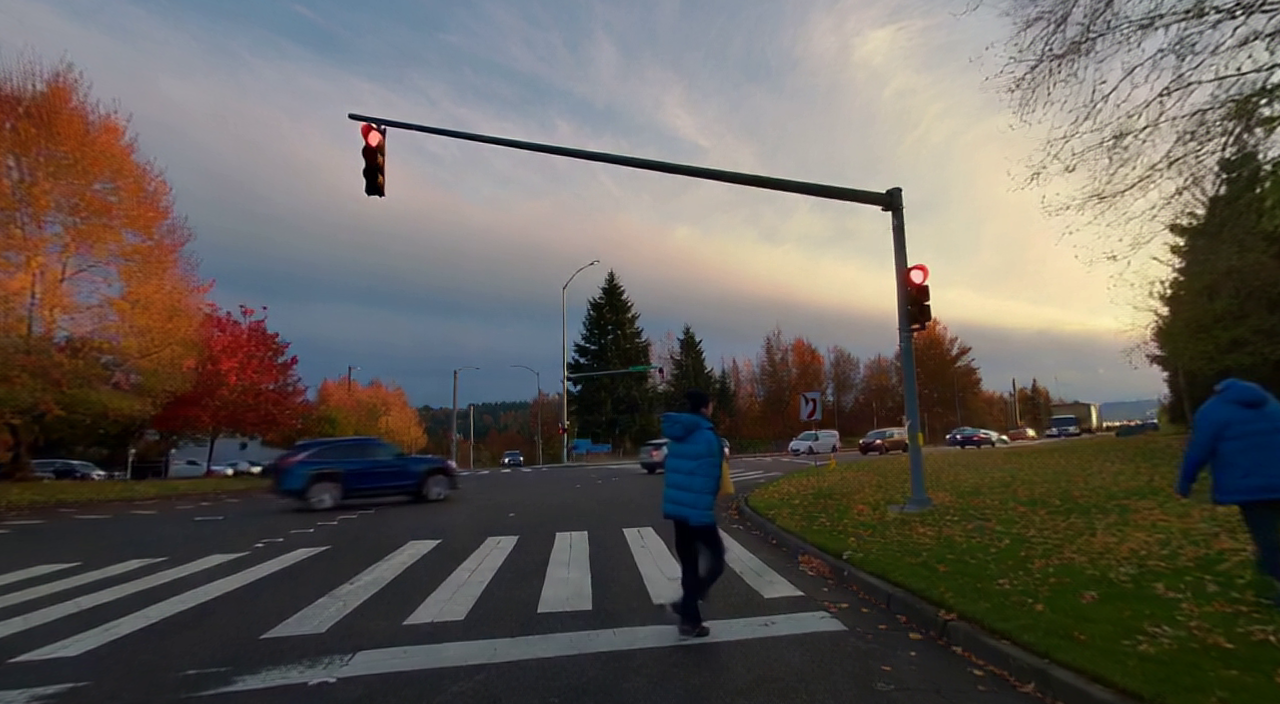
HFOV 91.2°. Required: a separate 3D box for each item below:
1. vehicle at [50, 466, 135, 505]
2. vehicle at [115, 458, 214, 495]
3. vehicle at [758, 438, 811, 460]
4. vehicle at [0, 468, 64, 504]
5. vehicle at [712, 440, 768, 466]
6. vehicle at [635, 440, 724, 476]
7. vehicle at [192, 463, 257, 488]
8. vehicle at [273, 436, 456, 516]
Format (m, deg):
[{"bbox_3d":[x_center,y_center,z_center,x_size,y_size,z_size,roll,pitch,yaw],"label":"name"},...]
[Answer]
[{"bbox_3d":[-25.429,6.156,29.282,1.694,1.528,4.225,3,-9,-24],"label":"vehicle"},{"bbox_3d":[-27.850,7.264,36.948,2.064,1.913,5.081,0,-9,-3],"label":"vehicle"},{"bbox_3d":[11.462,7.646,49.381,1.979,1.659,4.907,-8,-11,39],"label":"vehicle"},{"bbox_3d":[-30.326,6.443,30.324,1.800,1.520,3.968,2,-9,-14],"label":"vehicle"},{"bbox_3d":[7.034,7.055,43.946,1.867,1.743,4.259,-8,-11,39],"label":"vehicle"},{"bbox_3d":[2.018,5.134,30.520,1.915,1.586,4.734,-7,-11,38],"label":"vehicle"},{"bbox_3d":[-28.544,8.479,43.168,1.768,1.465,3.972,0,-9,-1],"label":"vehicle"},{"bbox_3d":[-7.780,3.456,18.043,2.001,1.988,4.281,-8,-11,39],"label":"vehicle"}]
